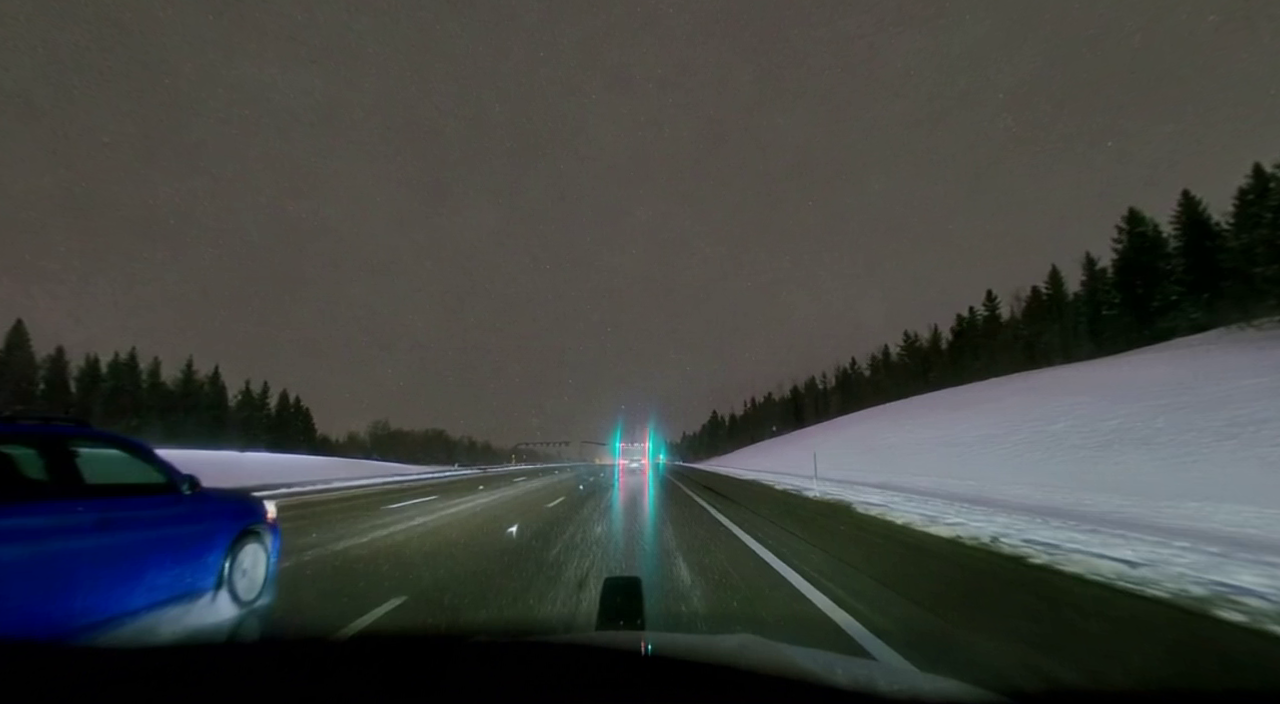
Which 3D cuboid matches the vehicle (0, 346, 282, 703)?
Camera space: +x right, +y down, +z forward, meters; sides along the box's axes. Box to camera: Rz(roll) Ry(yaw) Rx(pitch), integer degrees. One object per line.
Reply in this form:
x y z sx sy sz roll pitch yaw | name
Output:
-4.109 0.809 2.598 2.272 1.759 5.058 0 -9 0 | vehicle
